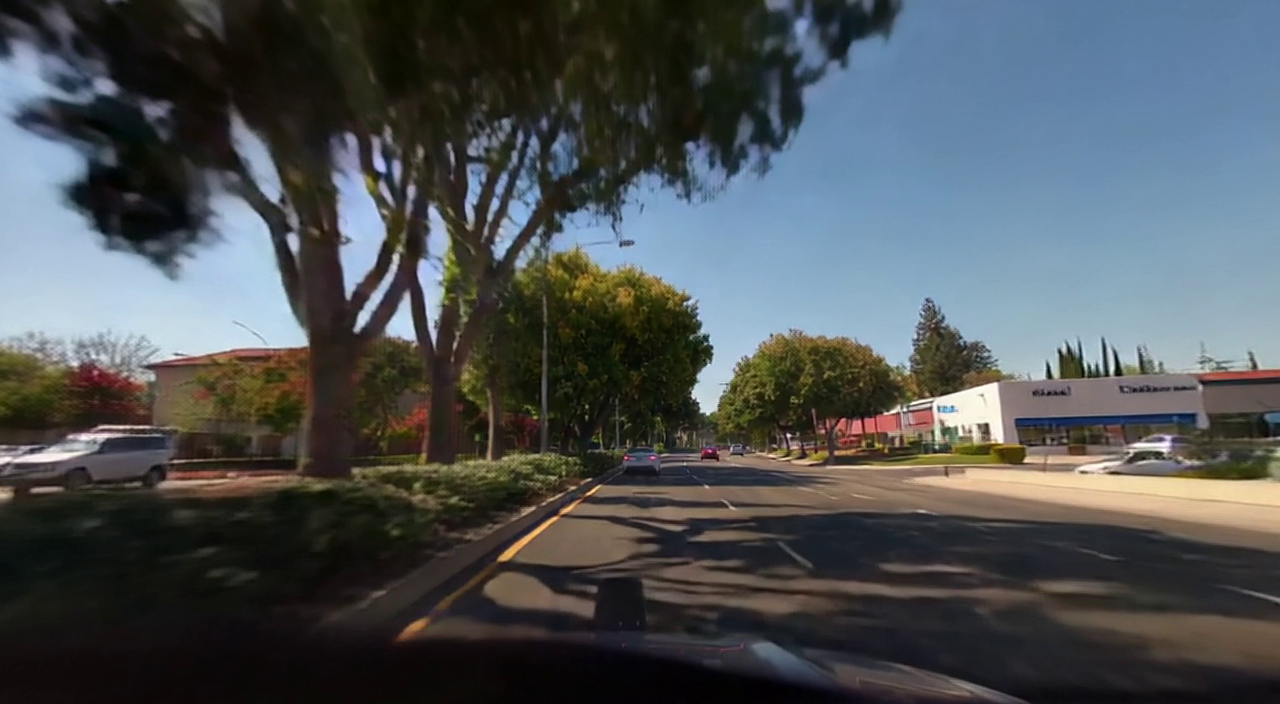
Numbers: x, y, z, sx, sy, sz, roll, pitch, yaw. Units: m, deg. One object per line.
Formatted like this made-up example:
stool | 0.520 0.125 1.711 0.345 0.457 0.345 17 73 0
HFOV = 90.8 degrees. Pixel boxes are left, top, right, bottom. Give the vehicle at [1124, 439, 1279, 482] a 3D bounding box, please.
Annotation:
vehicle | 20.971 4.008 23.560 4.197 1.505 1.915 0 -8 0

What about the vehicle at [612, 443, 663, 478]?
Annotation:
vehicle | -0.055 4.851 28.512 2.095 1.456 3.873 -1 -8 3

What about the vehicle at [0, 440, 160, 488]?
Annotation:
vehicle | -24.644 4.899 28.090 5.104 1.947 2.106 6 -10 -36
